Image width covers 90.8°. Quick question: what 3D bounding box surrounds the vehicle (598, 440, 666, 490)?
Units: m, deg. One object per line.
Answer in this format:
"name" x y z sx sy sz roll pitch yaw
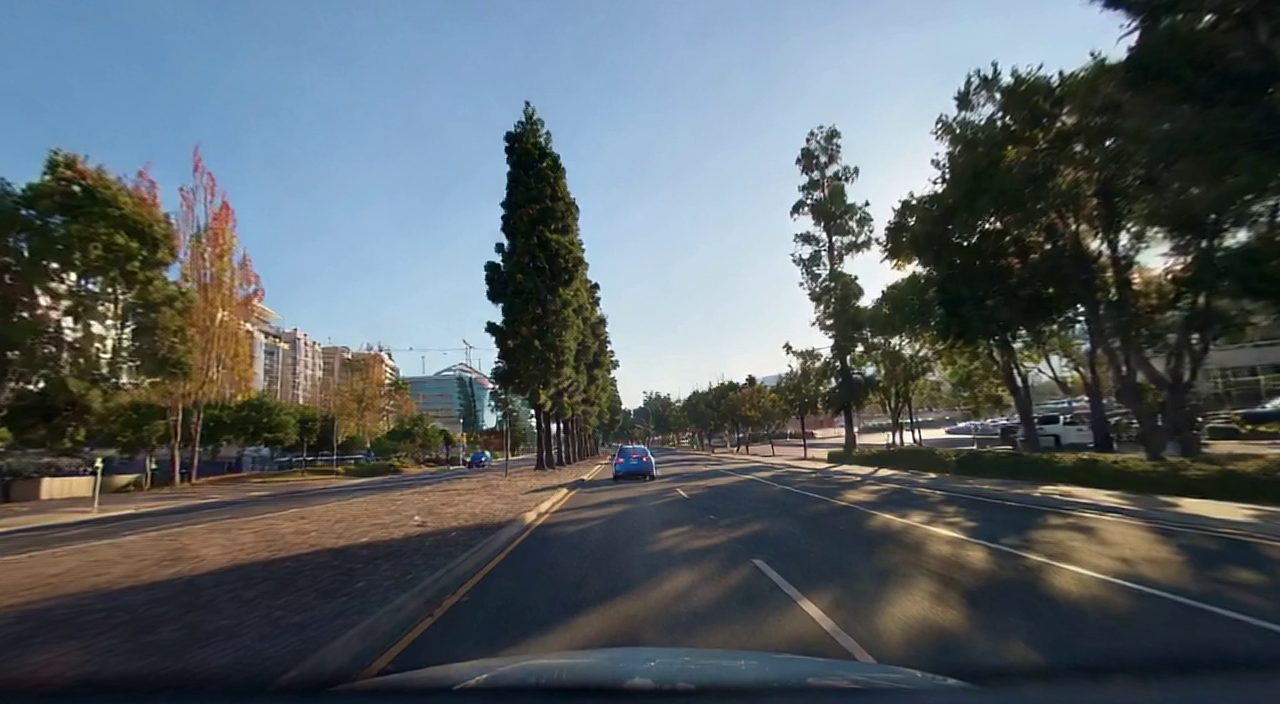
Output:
"vehicle" -0.276 3.732 21.299 2.042 1.479 4.601 0 -8 -1
